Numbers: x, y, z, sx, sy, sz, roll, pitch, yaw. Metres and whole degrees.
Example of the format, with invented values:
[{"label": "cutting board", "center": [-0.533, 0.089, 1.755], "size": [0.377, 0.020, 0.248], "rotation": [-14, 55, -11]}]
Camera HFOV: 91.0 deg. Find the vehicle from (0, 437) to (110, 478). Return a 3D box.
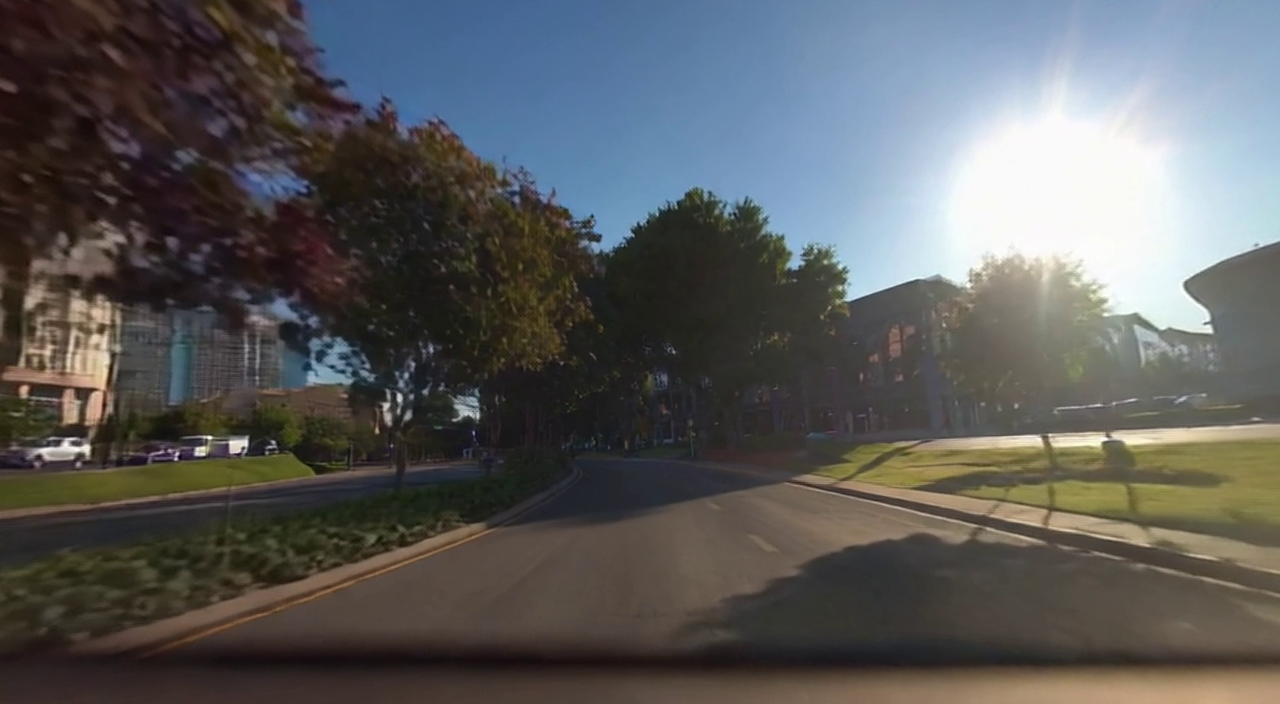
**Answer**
[{"label": "vehicle", "center": [-29.445, 5.165, 30.867], "size": [4.812, 1.932, 2.147], "rotation": [0, -9, -2]}]
